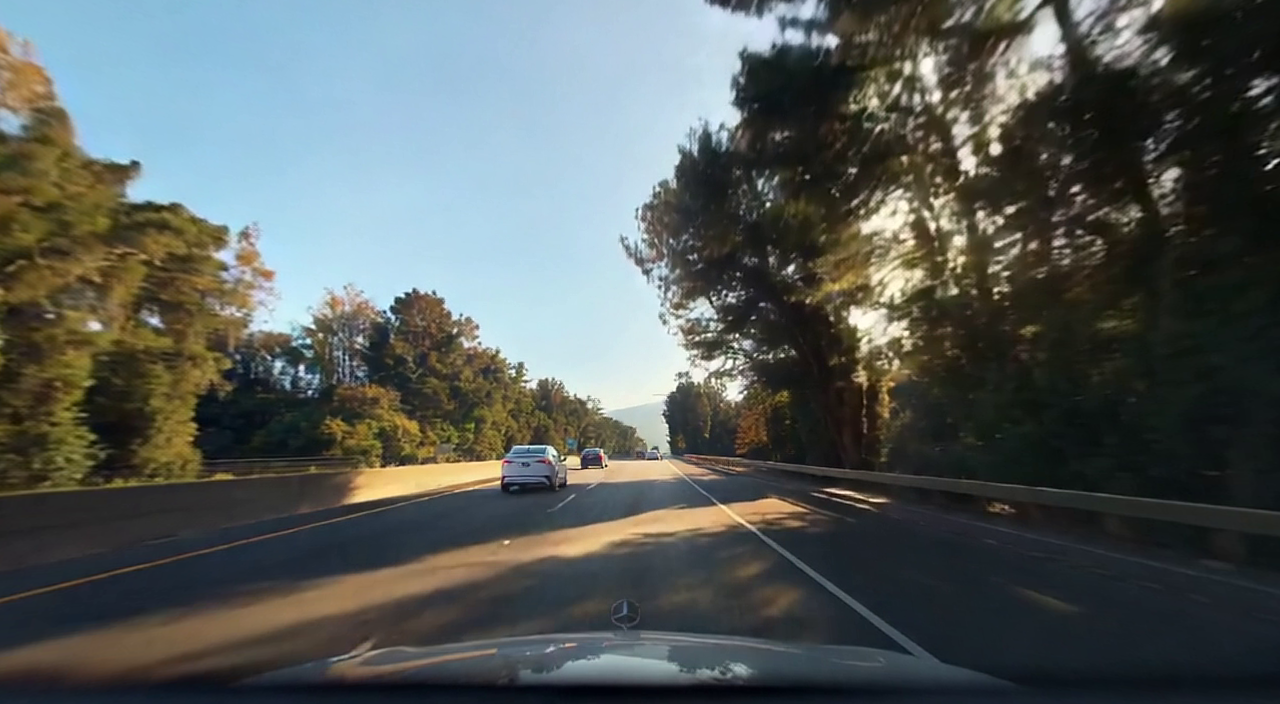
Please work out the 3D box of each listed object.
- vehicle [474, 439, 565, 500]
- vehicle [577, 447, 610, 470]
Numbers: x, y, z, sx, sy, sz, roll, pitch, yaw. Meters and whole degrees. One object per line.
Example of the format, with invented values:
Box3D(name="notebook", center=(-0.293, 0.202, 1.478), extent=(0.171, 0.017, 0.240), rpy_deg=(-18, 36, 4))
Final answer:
Box3D(name="vehicle", center=(-3.476, 3.467, 19.001), extent=(1.846, 1.600, 4.108), rpy_deg=(0, -9, 1))
Box3D(name="vehicle", center=(-3.307, 7.624, 45.384), extent=(1.996, 1.565, 4.159), rpy_deg=(0, -9, 1))
